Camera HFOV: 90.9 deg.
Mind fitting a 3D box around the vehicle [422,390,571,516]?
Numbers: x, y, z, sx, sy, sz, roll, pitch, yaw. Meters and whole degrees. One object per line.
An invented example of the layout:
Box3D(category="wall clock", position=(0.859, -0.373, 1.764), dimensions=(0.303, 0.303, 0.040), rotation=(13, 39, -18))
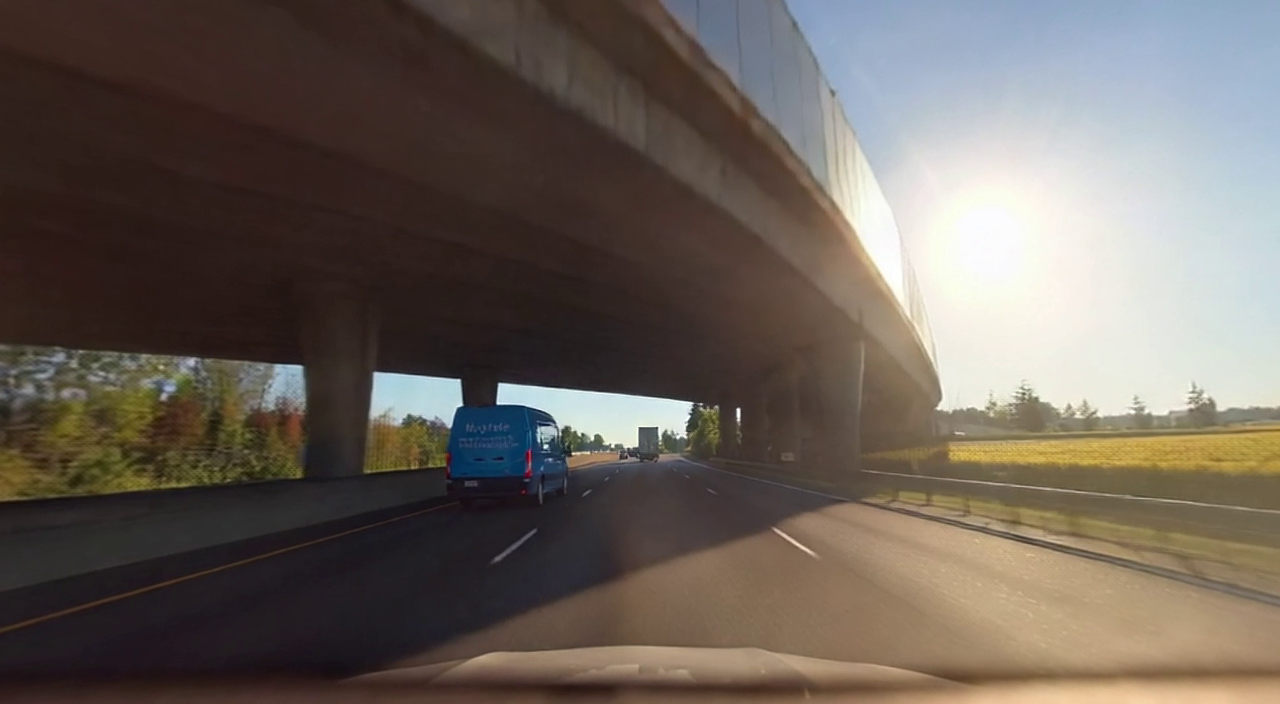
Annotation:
Box3D(category="vehicle", position=(-3.423, 2.667, 16.922), dimensions=(2.320, 2.636, 7.021), rotation=(0, -9, 0))
